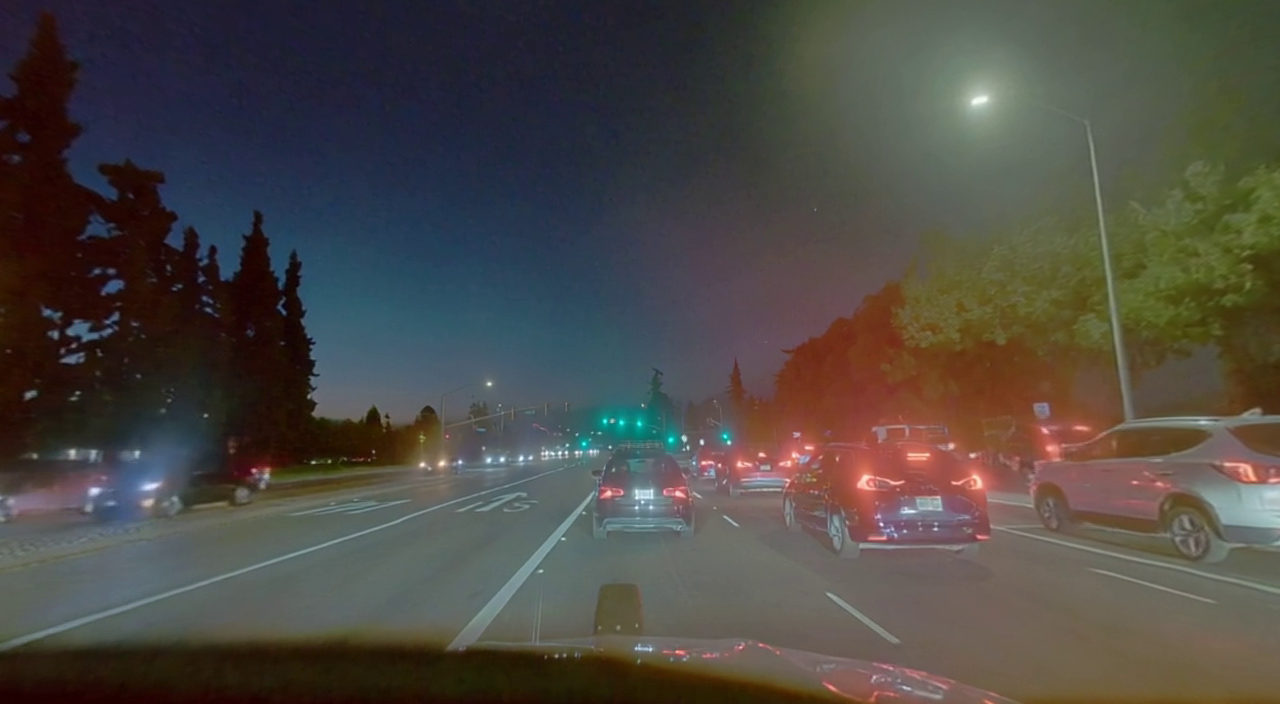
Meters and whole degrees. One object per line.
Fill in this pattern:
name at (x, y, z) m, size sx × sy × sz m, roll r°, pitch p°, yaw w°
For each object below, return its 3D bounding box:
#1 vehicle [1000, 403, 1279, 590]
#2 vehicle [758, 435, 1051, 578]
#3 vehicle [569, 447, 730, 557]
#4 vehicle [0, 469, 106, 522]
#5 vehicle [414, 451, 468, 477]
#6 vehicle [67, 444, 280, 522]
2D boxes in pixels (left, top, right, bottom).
vehicle at (6.907, 1.667, 8.050) m, size 1.987 × 1.730 × 4.373 m, roll 0°, pitch -9°, yaw -1°
vehicle at (3.182, 1.960, 9.014) m, size 1.970 × 1.445 × 4.974 m, roll 0°, pitch -9°, yaw -1°
vehicle at (0.085, 2.173, 9.944) m, size 1.990 × 1.347 × 4.067 m, roll 0°, pitch -9°, yaw -1°
vehicle at (-18.385, 4.185, 18.641) m, size 1.798 × 1.333 × 3.944 m, roll 0°, pitch -9°, yaw -1°
vehicle at (-12.429, 6.999, 39.777) m, size 1.943 × 1.467 × 4.442 m, roll 0°, pitch -9°, yaw 0°
vehicle at (-11.562, 3.222, 16.201) m, size 1.980 × 1.675 × 4.581 m, roll 0°, pitch -9°, yaw 0°
